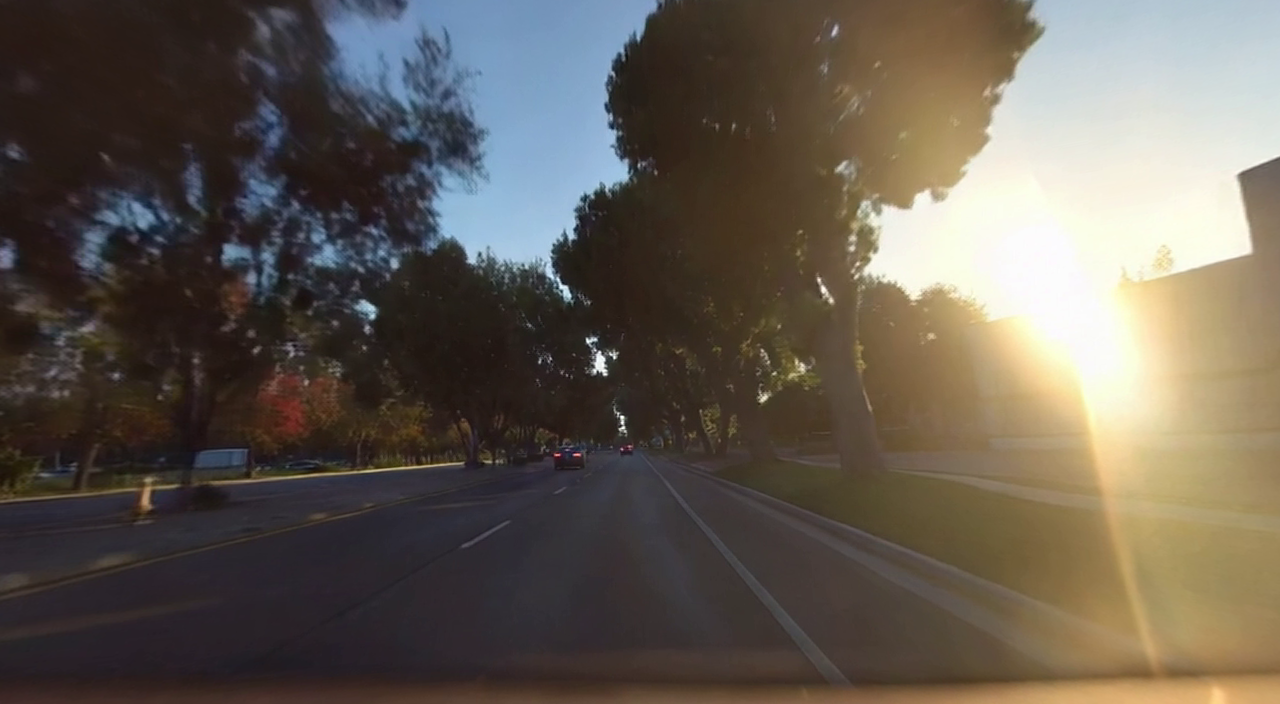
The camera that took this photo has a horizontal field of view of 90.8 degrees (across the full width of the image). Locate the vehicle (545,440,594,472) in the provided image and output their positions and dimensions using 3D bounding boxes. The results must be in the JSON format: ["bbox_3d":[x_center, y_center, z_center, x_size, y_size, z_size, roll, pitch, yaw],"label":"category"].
[{"bbox_3d":[-3.892,5.837,35.669,2.202,1.685,4.772,0,-9,0],"label":"vehicle"}]
